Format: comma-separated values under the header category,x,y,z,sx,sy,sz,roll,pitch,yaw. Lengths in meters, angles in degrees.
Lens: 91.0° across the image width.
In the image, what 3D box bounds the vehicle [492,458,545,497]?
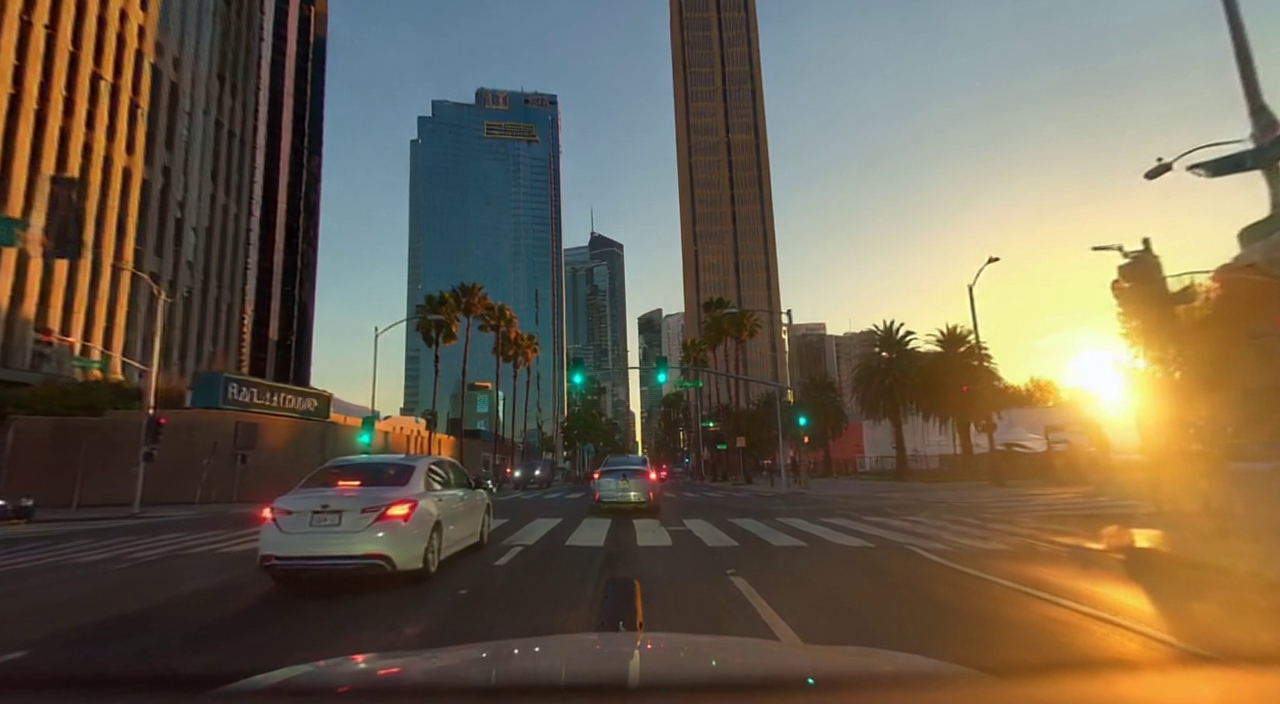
category,x,y,z,sx,sy,sz,roll,pitch,yaw
vehicle,-6.720,6.996,35.427,2.070,1.893,4.738,0,-9,-1

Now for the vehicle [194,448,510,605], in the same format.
category,x,y,z,sx,sy,sz,roll,pitch,yaw
vehicle,-3.301,2.068,8.539,2.096,1.492,4.666,0,-9,0

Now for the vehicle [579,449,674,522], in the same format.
category,x,y,z,sx,sy,sz,roll,pitch,yaw
vehicle,-0.331,3.343,16.312,2.145,1.632,3.972,0,-9,-1
